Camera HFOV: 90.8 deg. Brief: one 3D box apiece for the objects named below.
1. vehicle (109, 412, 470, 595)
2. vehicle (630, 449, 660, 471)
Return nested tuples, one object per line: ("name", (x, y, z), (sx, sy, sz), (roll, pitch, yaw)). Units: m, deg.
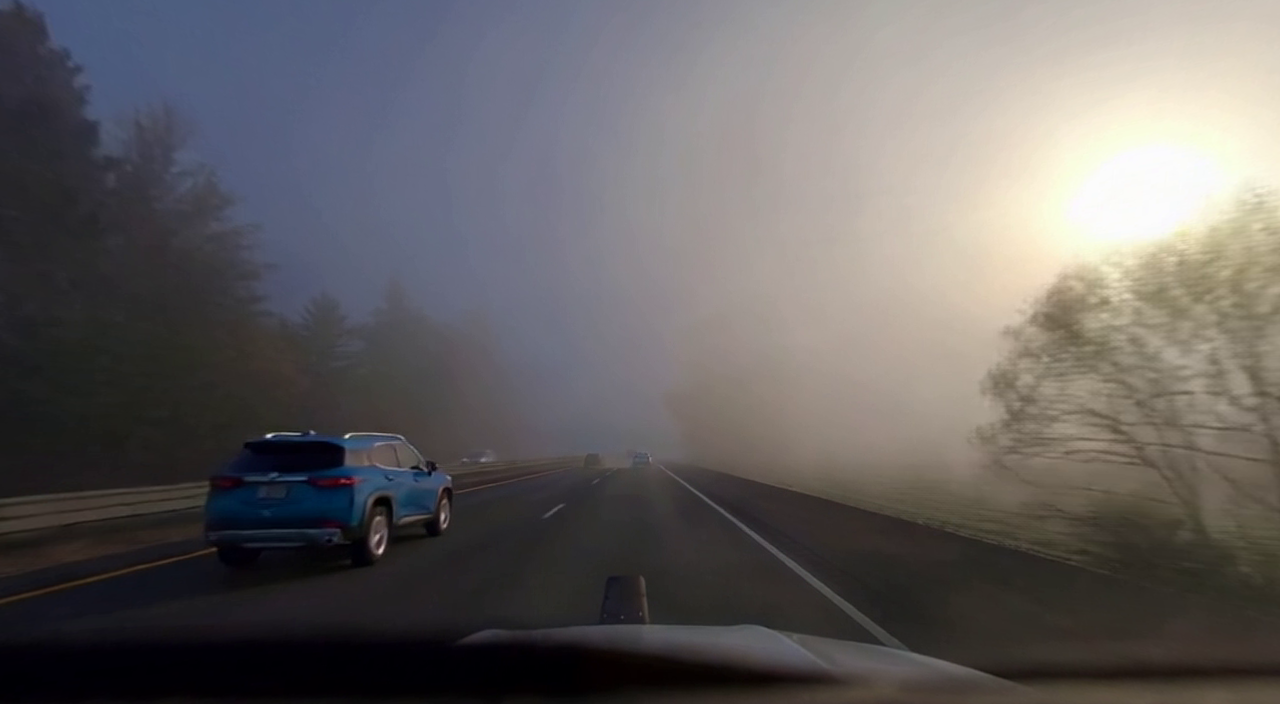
("vehicle", (-3.812, 1.720, 7.995), (2.100, 1.667, 4.223), (0, -9, 0))
("vehicle", (0.311, 7.705, 45.235), (2.046, 1.452, 4.407), (0, -9, 0))
